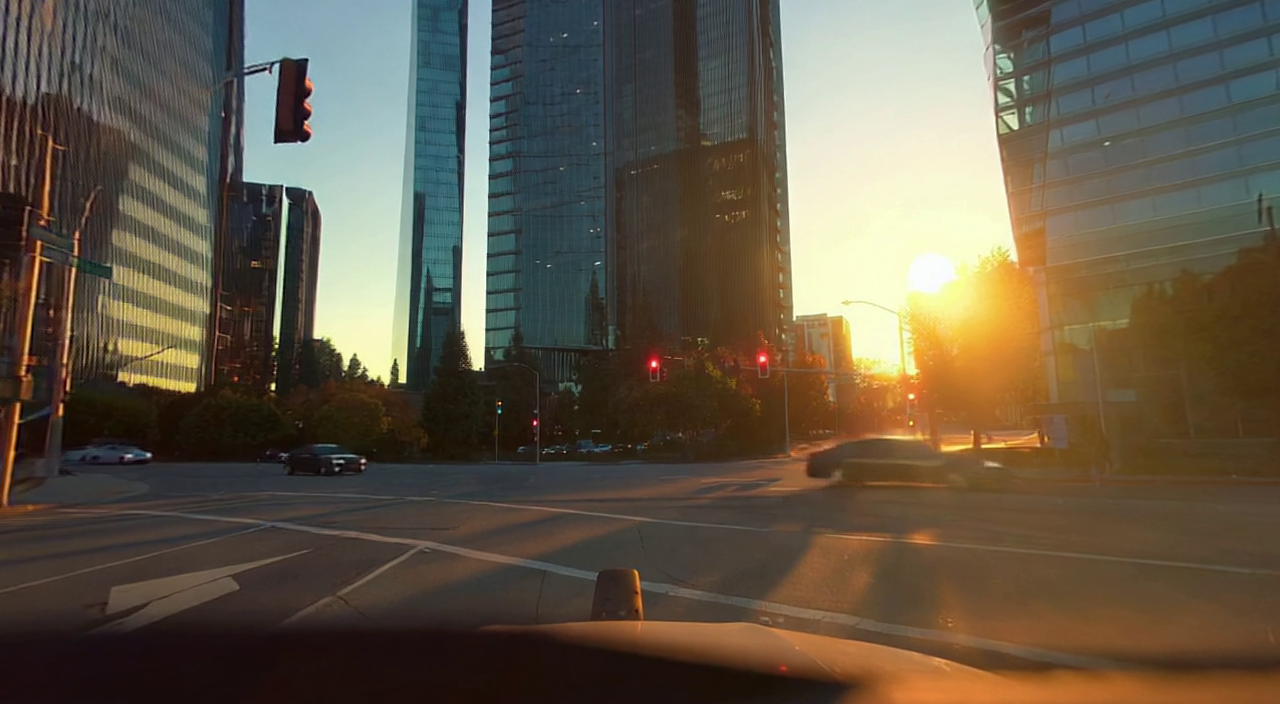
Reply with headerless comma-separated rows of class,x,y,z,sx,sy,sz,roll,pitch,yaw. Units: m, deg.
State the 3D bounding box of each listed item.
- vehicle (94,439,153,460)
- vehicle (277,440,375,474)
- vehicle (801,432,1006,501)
vehicle,-39.931,7.544,48.843,4.110,1.511,1.883,-4,-10,27
vehicle,-14.551,4.811,29.182,4.798,1.461,1.939,-6,-10,35
vehicle,7.054,3.036,17.186,4.698,1.609,1.975,-7,-11,37
